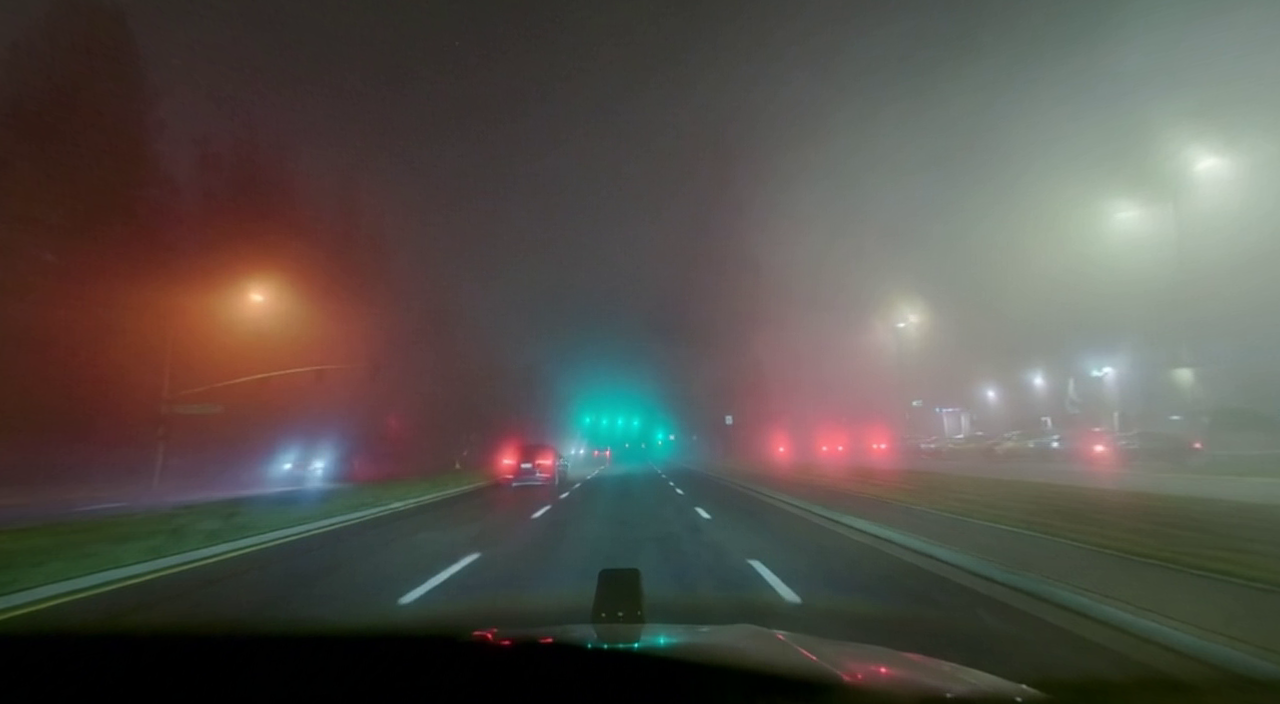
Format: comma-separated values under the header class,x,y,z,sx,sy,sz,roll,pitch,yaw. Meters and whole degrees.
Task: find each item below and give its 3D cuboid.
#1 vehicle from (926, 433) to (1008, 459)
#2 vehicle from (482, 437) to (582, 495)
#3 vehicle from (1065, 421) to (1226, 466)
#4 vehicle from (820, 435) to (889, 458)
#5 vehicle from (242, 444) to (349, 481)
class,x,y,z,sx,sy,sz,roll,pitch,yaw
vehicle,18.208,5.241,35.251,3.731,1.430,1.640,1,-9,-11
vehicle,-3.058,3.344,19.010,2.011,1.498,4.914,0,-8,2
vehicle,19.368,3.562,24.359,4.465,1.587,2.178,0,-11,-7
vehicle,16.590,7.317,48.883,4.564,1.663,2.033,1,-9,-9
vehicle,-14.692,4.716,27.308,2.114,1.429,4.532,0,-8,0
